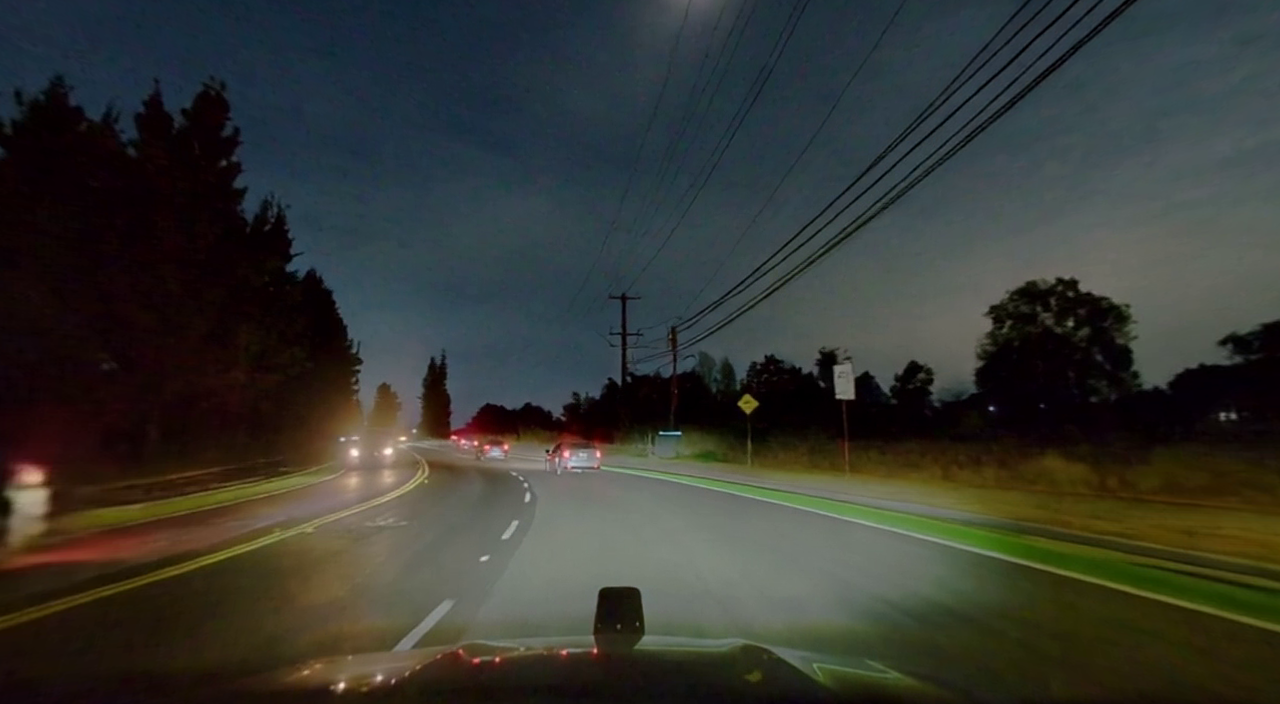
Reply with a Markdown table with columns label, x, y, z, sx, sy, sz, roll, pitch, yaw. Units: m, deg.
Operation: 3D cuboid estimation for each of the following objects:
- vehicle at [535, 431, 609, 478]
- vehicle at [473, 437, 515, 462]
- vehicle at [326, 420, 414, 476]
| label | x | y | z | sx | sy | sz | roll | pitch | yaw |
| --- | --- | --- | --- | --- | --- | --- | --- | --- | --- |
| vehicle | -2.951 | 4.287 | 26.606 | 2.140 | 1.767 | 4.720 | 3 | -9 | -18 |
| vehicle | -10.601 | 7.022 | 45.658 | 2.075 | 1.699 | 4.520 | 4 | -9 | -23 |
| vehicle | -10.995 | 3.989 | 26.293 | 2.524 | 2.051 | 5.963 | 2 | -9 | -15 |
